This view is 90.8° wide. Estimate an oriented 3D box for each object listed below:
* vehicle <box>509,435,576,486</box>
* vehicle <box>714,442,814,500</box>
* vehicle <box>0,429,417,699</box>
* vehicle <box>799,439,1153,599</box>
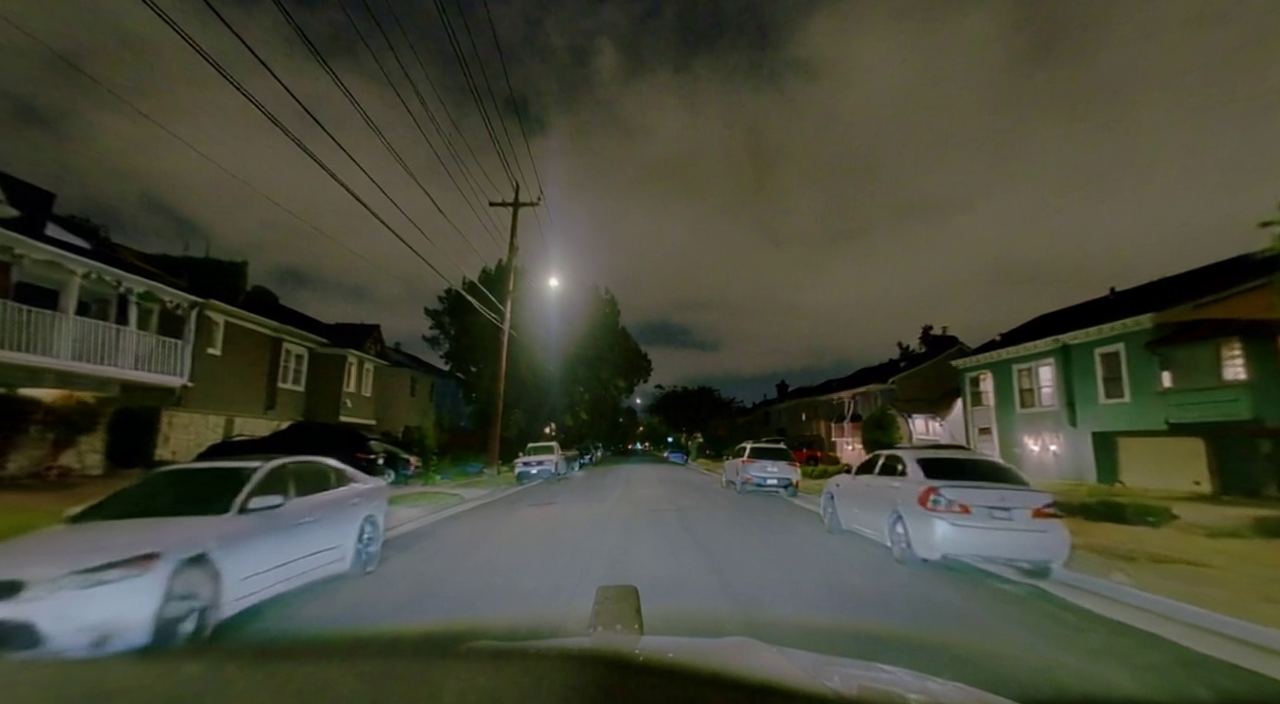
[{"bbox_3d":[-3.956,4.503,26.533,2.057,1.887,5.053,0,-9,0],"label":"vehicle"},{"bbox_3d":[3.590,3.542,19.208,2.019,1.536,4.405,0,-9,-1],"label":"vehicle"},{"bbox_3d":[-3.792,1.507,5.780,1.971,1.460,4.523,0,-9,-2],"label":"vehicle"},{"bbox_3d":[3.729,1.906,8.274,1.862,1.452,4.737,0,-9,-3],"label":"vehicle"}]
